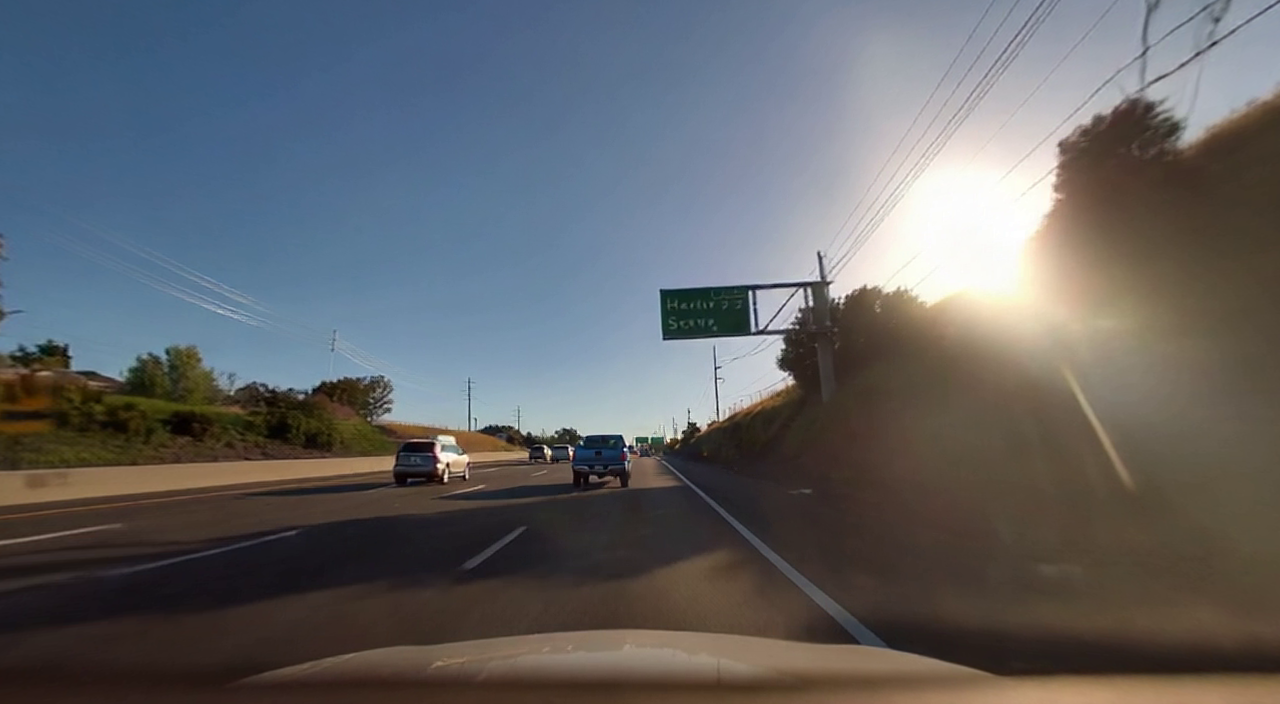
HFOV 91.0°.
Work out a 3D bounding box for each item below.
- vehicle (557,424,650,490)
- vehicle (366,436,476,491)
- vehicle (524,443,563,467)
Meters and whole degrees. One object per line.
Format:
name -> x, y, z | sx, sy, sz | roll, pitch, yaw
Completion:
vehicle -> -1.152, 3.830, 23.337 | 2.972, 2.087, 6.126 | 0, -9, 0
vehicle -> -7.172, 3.685, 21.191 | 2.055, 1.618, 4.457 | 0, -9, 1
vehicle -> -7.354, 7.867, 48.369 | 2.143, 1.688, 4.776 | 0, -9, 1
